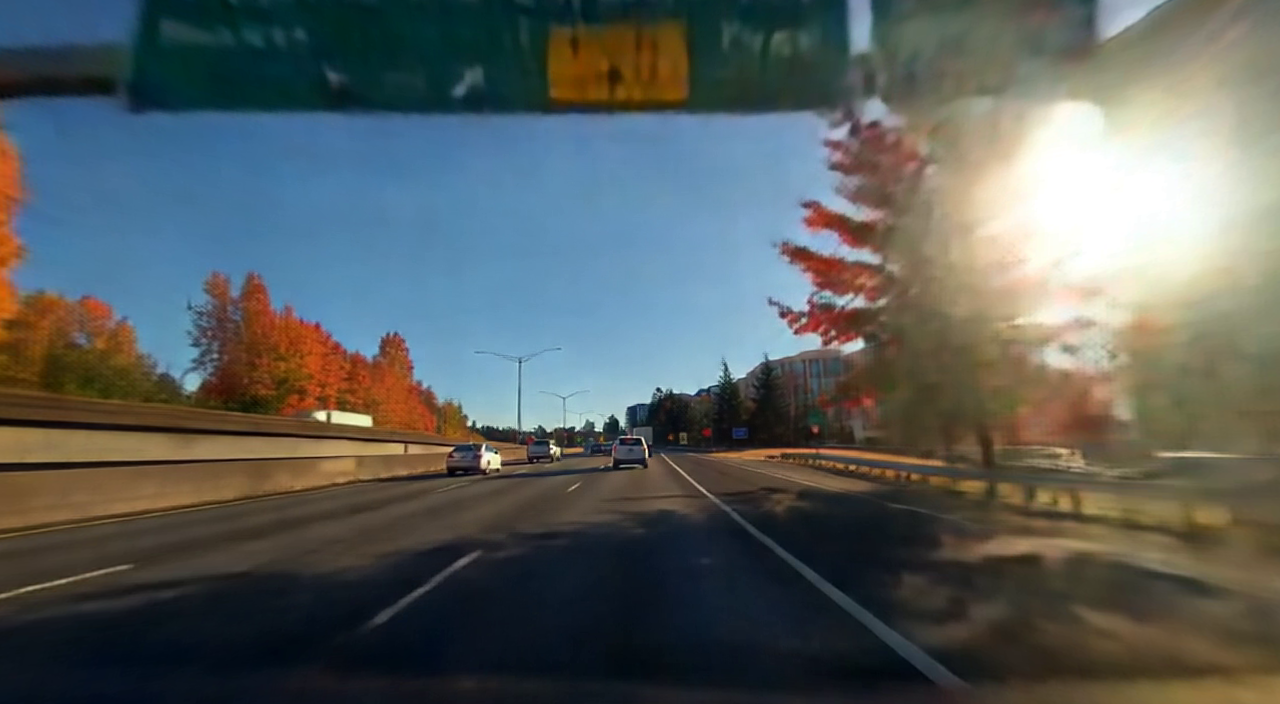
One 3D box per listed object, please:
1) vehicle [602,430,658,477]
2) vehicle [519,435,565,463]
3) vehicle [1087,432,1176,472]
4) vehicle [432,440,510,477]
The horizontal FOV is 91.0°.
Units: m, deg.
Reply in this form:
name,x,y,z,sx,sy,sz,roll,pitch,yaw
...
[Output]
name,x,y,z,sx,sy,sz,roll,pitch,yaw
vehicle,-0.411,4.406,27.555,2.245,1.863,4.801,0,-9,0
vehicle,-7.199,7.232,46.959,2.328,1.927,5.880,0,-8,1
vehicle,24.696,5.053,31.857,2.242,1.835,4.667,-3,-9,22
vehicle,-7.339,4.671,27.829,2.074,1.495,4.643,0,-8,1
